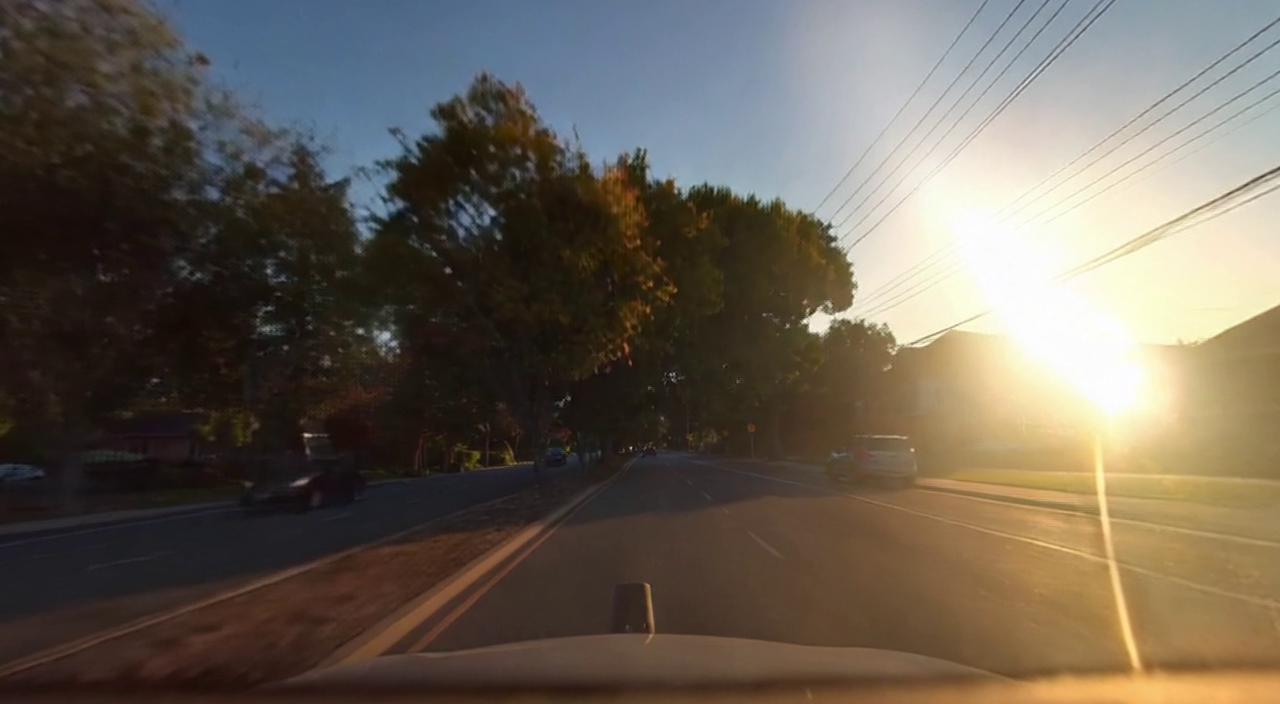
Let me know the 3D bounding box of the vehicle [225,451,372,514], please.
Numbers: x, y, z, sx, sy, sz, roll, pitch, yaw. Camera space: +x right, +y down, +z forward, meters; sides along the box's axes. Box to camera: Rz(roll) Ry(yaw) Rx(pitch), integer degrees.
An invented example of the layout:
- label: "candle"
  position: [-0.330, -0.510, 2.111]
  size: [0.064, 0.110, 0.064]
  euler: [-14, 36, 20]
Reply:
- label: "vehicle"
  position: [-11.069, 4.213, 20.965]
  size: [2.077, 1.776, 4.757]
  euler: [-1, -8, 2]

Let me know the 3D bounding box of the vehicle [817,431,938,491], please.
- label: "vehicle"
  position: [7.848, 3.640, 21.449]
  size: [2.200, 1.783, 4.682]
  euler: [0, -8, -1]
